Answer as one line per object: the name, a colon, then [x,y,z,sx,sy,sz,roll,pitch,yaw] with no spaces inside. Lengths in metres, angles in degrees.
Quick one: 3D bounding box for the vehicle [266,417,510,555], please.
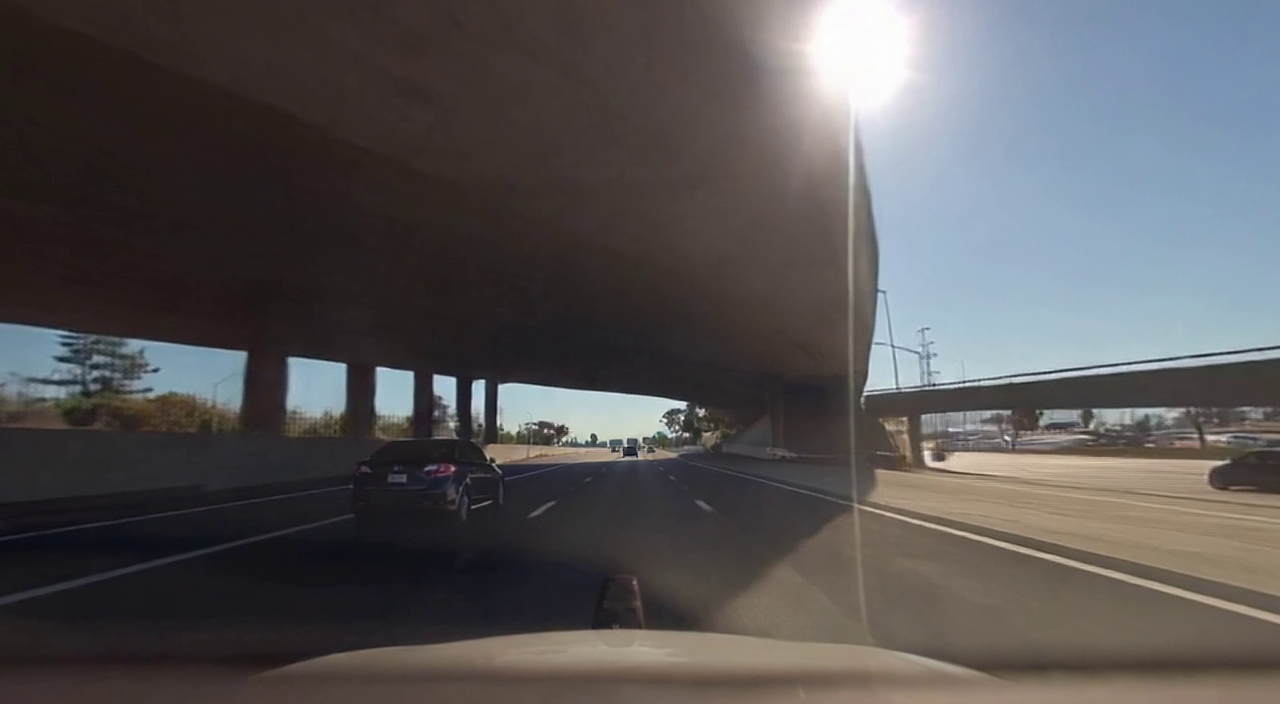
vehicle: [-3.580,1.989,10.091,2.178,1.699,4.321,0,-8,-1]
